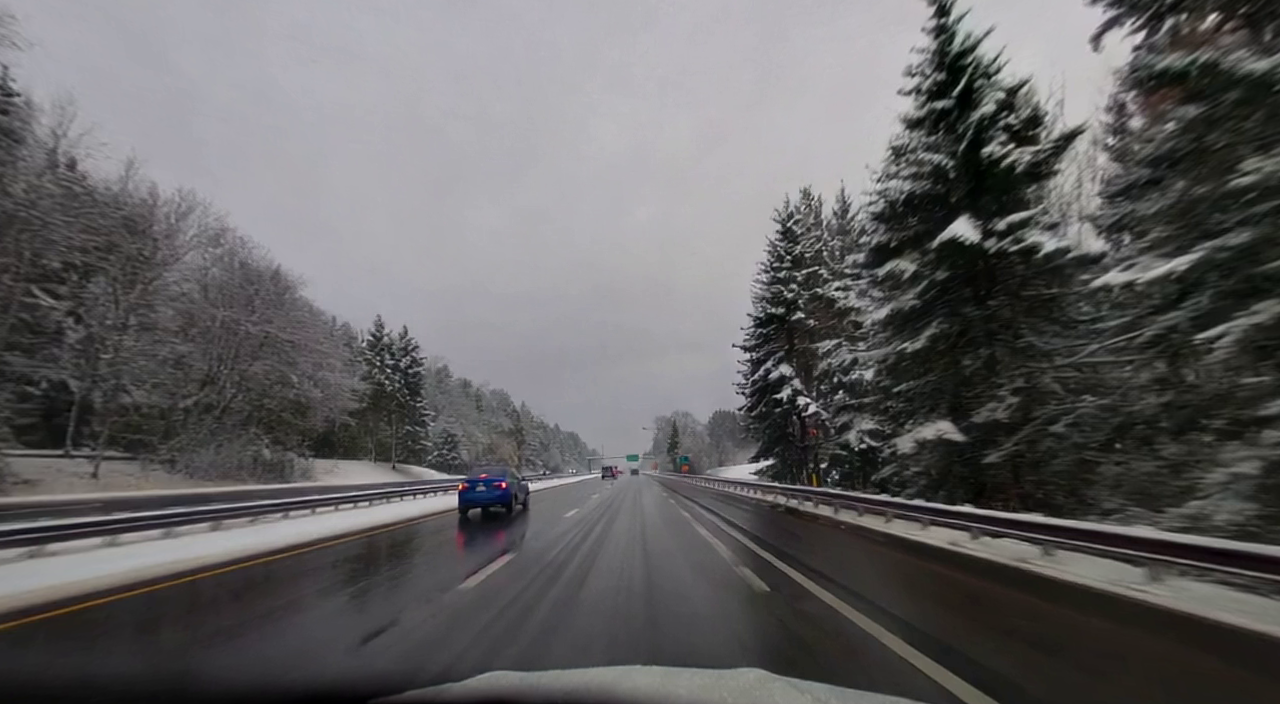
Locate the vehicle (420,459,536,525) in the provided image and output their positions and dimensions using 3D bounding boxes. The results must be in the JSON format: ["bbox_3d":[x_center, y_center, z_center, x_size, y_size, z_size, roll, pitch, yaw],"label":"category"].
[{"bbox_3d":[-4.135,3.662,16.819,1.954,1.509,4.094,0,-10,1],"label":"vehicle"}]
